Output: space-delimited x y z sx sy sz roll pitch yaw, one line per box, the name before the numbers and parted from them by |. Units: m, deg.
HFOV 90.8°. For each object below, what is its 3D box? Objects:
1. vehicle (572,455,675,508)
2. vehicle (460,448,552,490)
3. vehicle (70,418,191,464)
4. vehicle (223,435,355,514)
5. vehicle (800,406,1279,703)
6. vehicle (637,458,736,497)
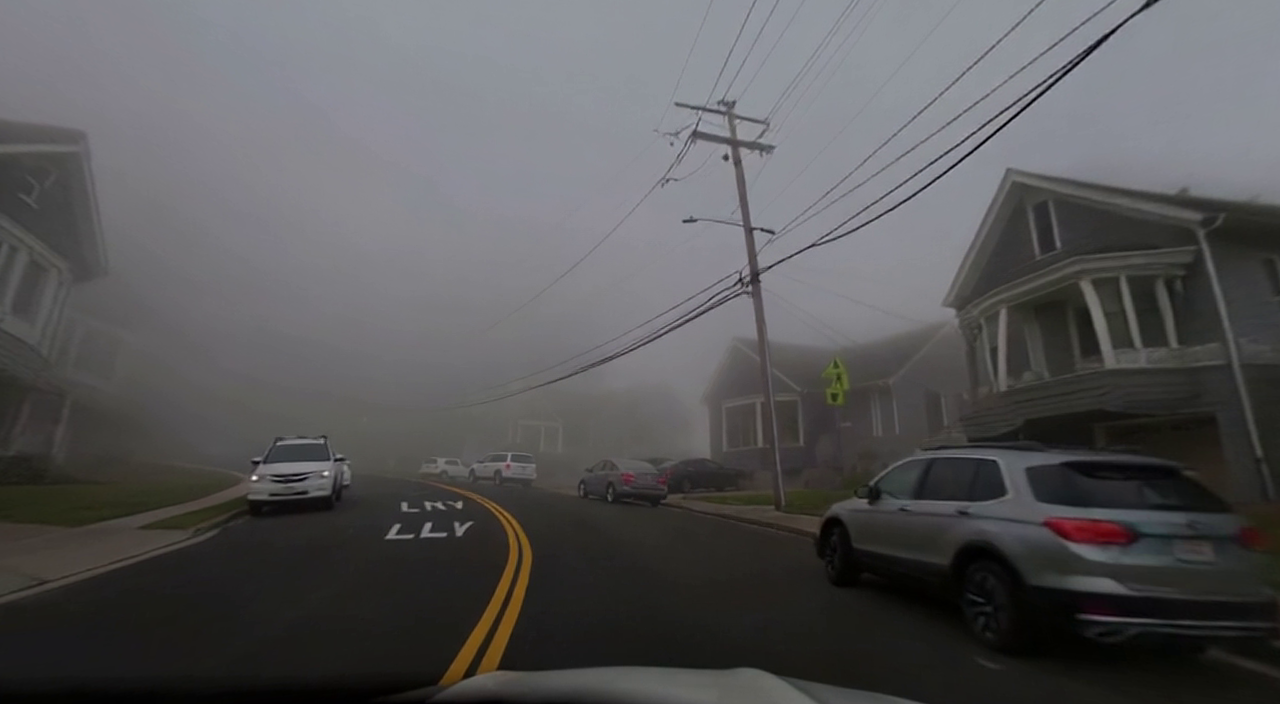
vehicle | -0.701 4.358 21.725 1.923 1.531 4.568 6 -10 -23
vehicle | -7.207 6.147 33.474 2.449 1.869 5.504 12 -14 -36
vehicle | -23.696 4.220 29.476 4.064 1.569 1.861 15 -21 -40
vehicle | -9.582 3.398 17.833 2.378 1.840 5.389 5 -11 -20
vehicle | 3.327 1.565 6.088 1.994 1.682 4.750 4 -9 -5
vehicle | 2.138 5.652 28.787 4.163 1.586 2.023 6 -10 -35
